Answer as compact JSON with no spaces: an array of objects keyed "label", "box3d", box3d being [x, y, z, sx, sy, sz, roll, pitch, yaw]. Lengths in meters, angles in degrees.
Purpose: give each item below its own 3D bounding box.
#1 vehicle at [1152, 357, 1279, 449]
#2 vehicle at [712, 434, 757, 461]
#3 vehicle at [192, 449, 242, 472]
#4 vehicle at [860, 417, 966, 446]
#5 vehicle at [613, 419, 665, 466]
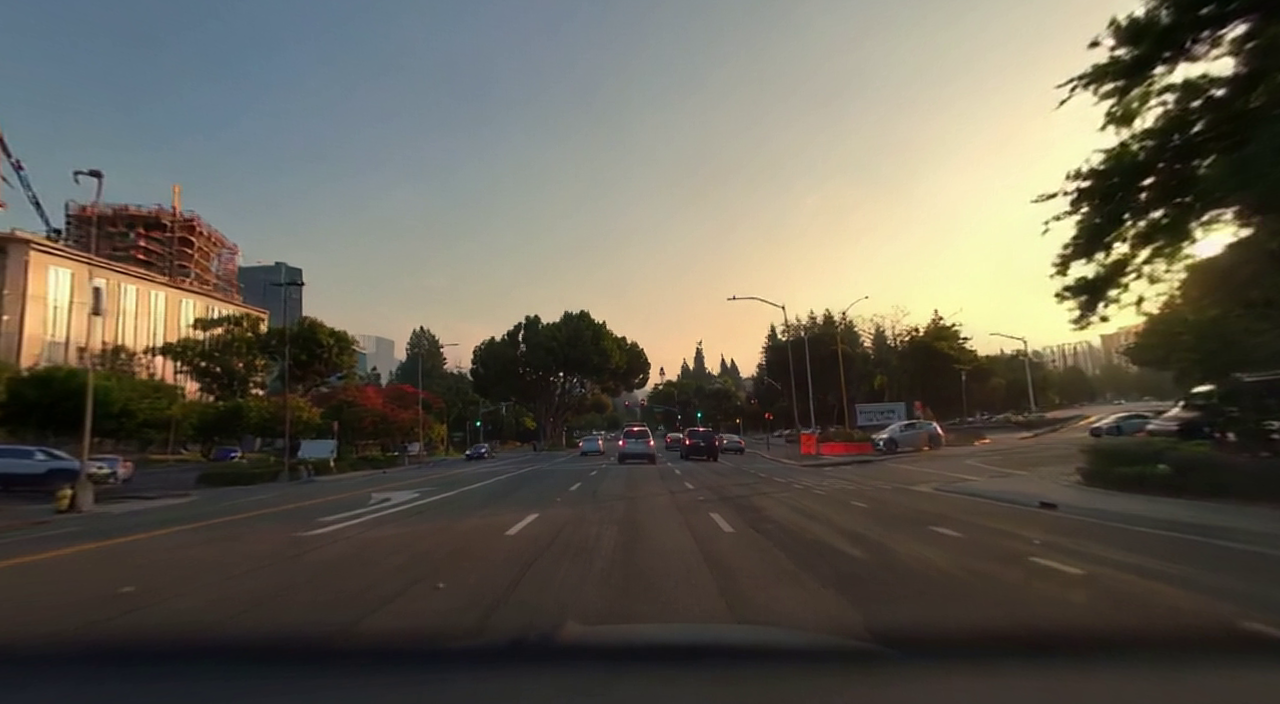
[{"label":"vehicle","box3d":[16.021,1.252,15.070,5.631,2.106,2.298,-7,-11,37]},{"label":"vehicle","box3d":[5.517,5.645,37.385,2.145,1.503,4.267,0,-8,2]},{"label":"vehicle","box3d":[-33.224,8.475,49.348,4.692,1.720,1.941,-7,-11,40]},{"label":"vehicle","box3d":[15.032,4.433,34.717,4.986,1.467,2.025,-6,-10,34]},{"label":"vehicle","box3d":[-0.113,4.532,31.508,2.350,2.122,5.801,0,-8,-1]}]
